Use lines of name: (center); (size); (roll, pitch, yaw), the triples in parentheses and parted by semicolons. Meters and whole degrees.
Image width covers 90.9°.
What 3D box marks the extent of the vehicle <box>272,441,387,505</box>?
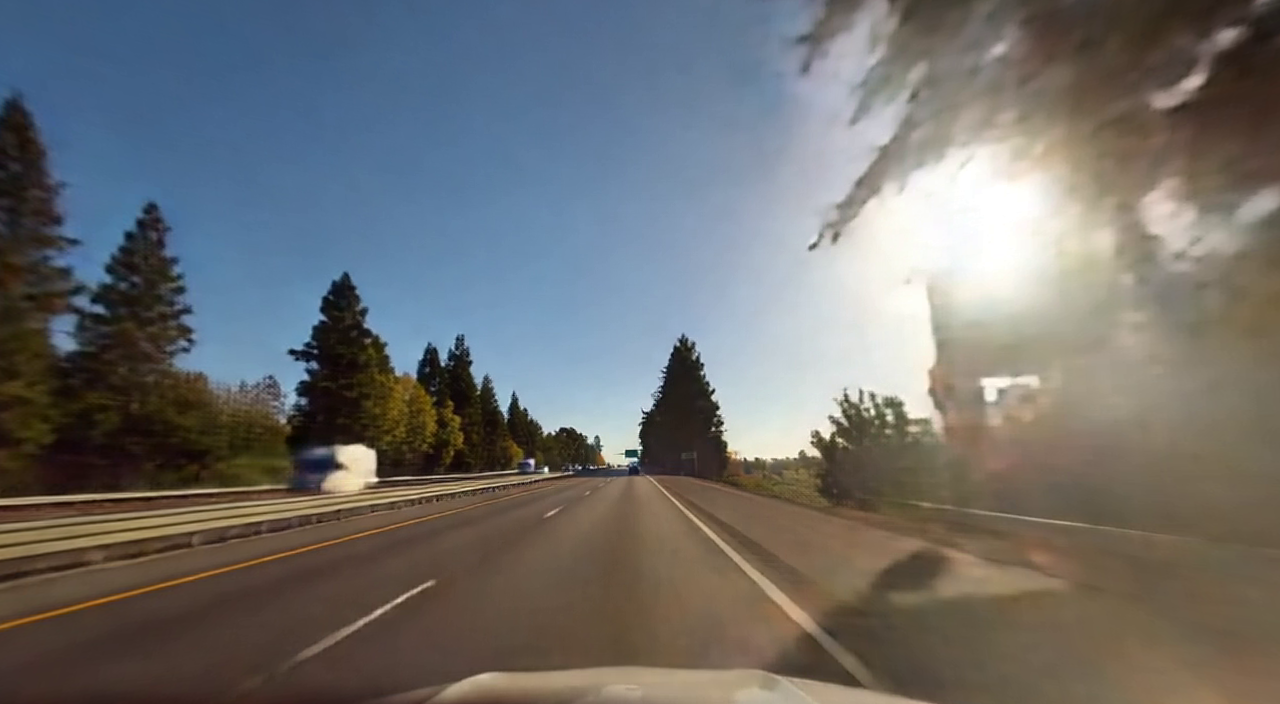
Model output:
vehicle: (-12.830, 5.078, 26.510); (2.196, 2.363, 5.077); (1, -11, 0)
